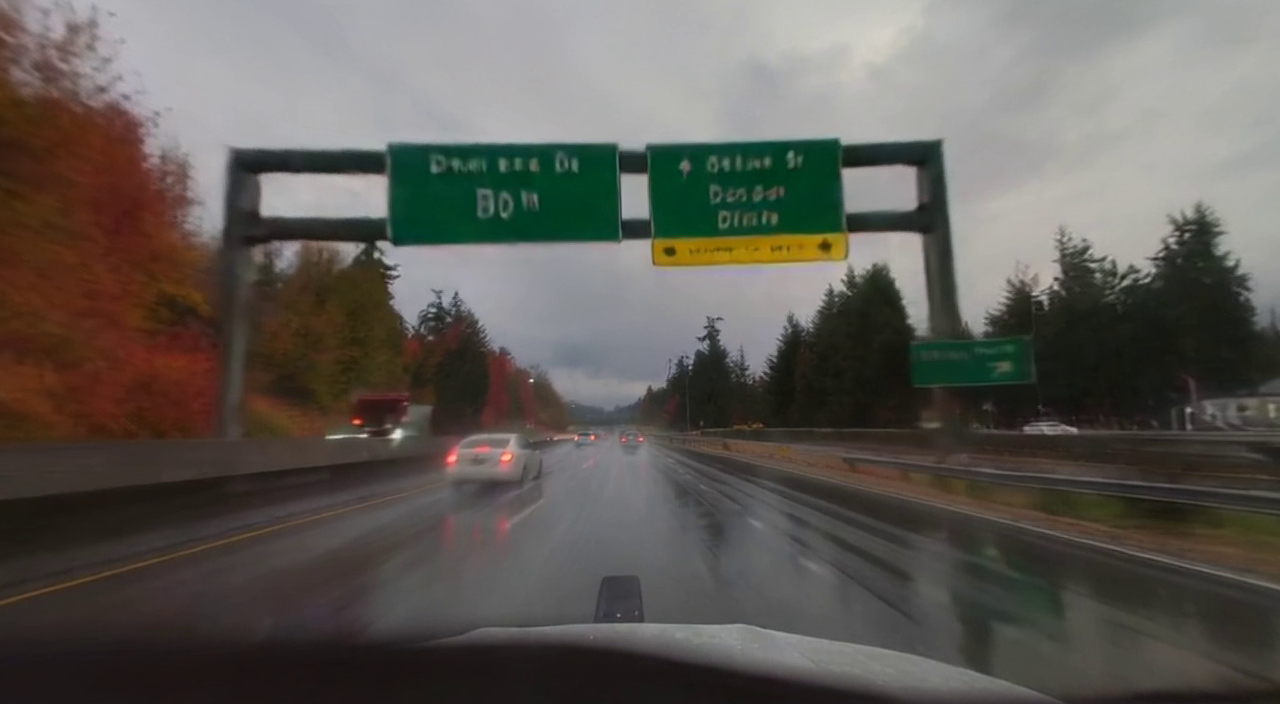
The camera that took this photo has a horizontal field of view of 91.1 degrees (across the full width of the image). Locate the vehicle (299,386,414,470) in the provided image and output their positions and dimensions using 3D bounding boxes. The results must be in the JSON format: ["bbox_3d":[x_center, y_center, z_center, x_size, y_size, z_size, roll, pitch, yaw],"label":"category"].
[{"bbox_3d":[-15.705,4.321,35.531,3.395,4.263,6.355,1,-7,0],"label":"vehicle"}]

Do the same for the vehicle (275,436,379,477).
[{"bbox_3d":[-12.155,4.060,24.743,2.152,1.480,3.843,0,-8,0],"label":"vehicle"}]

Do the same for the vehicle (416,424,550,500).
[{"bbox_3d":[-3.468,2.527,14.927,1.989,1.497,4.645,0,-8,0],"label":"vehicle"}]

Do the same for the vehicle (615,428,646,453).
[{"bbox_3d":[-0.651,6.163,43.684,2.054,1.609,3.859,0,-8,-1],"label":"vehicle"}]

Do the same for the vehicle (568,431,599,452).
[{"bbox_3d":[-4.442,7.078,49.787,2.071,1.524,4.398,0,-8,0],"label":"vehicle"}]
